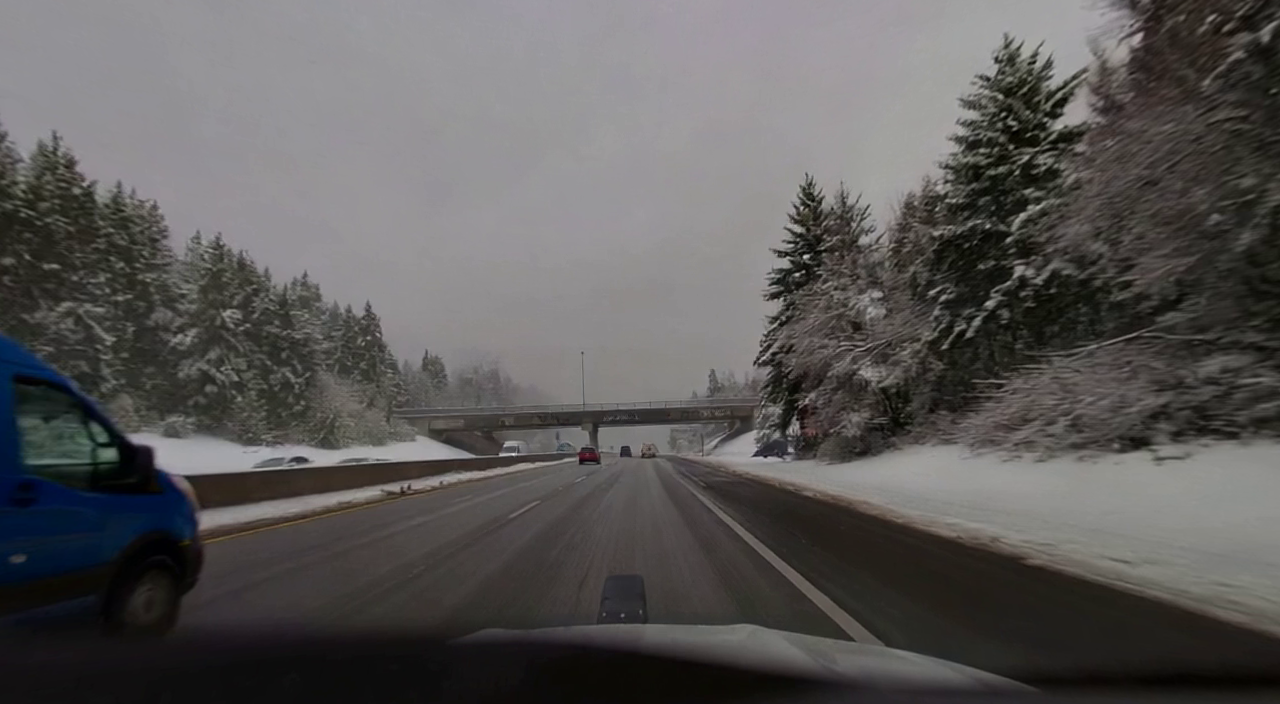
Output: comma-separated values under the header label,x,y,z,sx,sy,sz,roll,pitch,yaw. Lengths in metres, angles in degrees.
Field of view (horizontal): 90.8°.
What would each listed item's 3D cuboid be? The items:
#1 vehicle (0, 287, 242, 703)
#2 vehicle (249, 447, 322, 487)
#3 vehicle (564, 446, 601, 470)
label,x,y,z,sx,sy,sz,roll,pitch,yaw
vehicle,-4.014,0.596,1.869,2.310,2.030,5.094,0,-9,0
vehicle,-17.587,5.694,31.468,1.790,1.872,3.055,0,-9,1
vehicle,-3.694,6.864,40.972,1.994,1.471,3.962,0,-9,0
